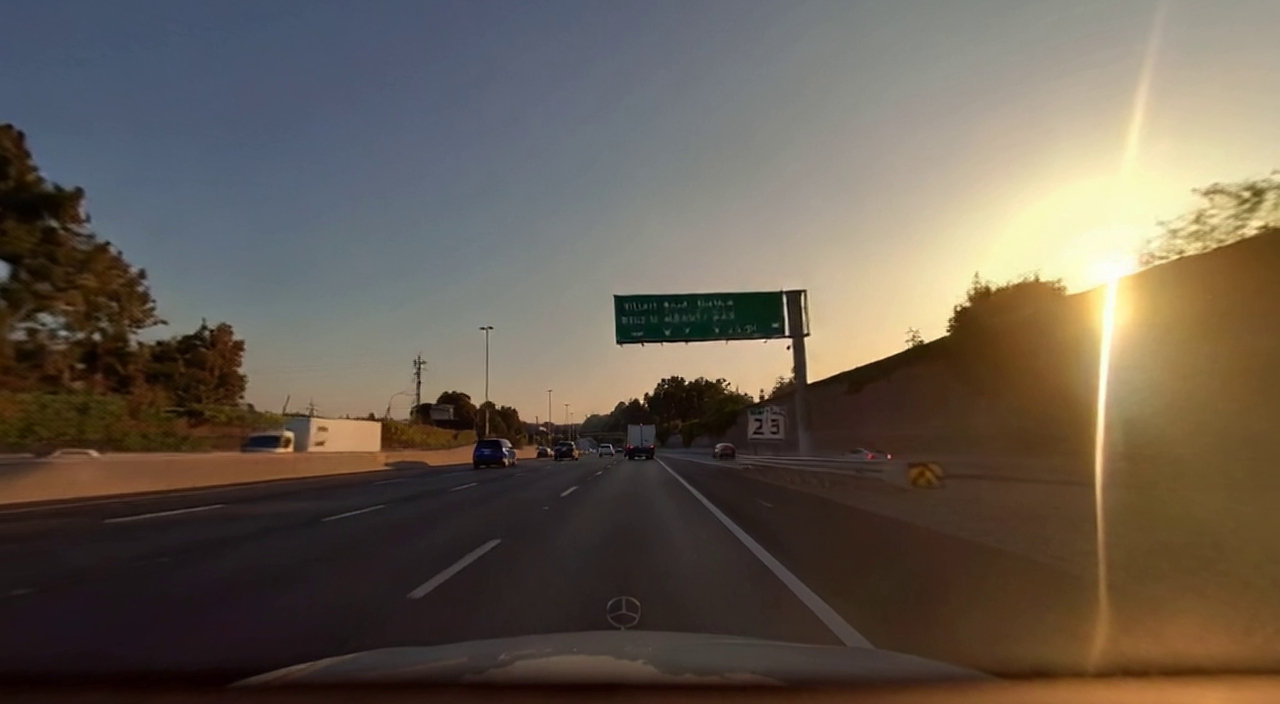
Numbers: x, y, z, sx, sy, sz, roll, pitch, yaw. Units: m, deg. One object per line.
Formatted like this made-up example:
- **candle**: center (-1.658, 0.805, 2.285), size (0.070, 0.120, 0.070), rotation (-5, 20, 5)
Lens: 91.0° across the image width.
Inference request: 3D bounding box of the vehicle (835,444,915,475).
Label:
- **vehicle**: center (12.571, 5.788, 34.047), size (2.075, 1.510, 4.569), rotation (1, -9, -8)

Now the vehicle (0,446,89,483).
- **vehicle**: center (-32.677, 5.973, 33.727), size (1.948, 1.792, 4.704), rotation (0, -9, 1)

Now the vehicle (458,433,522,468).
- **vehicle**: center (-9.927, 6.603, 42.336), size (2.571, 2.169, 6.443), rotation (0, -9, 1)
